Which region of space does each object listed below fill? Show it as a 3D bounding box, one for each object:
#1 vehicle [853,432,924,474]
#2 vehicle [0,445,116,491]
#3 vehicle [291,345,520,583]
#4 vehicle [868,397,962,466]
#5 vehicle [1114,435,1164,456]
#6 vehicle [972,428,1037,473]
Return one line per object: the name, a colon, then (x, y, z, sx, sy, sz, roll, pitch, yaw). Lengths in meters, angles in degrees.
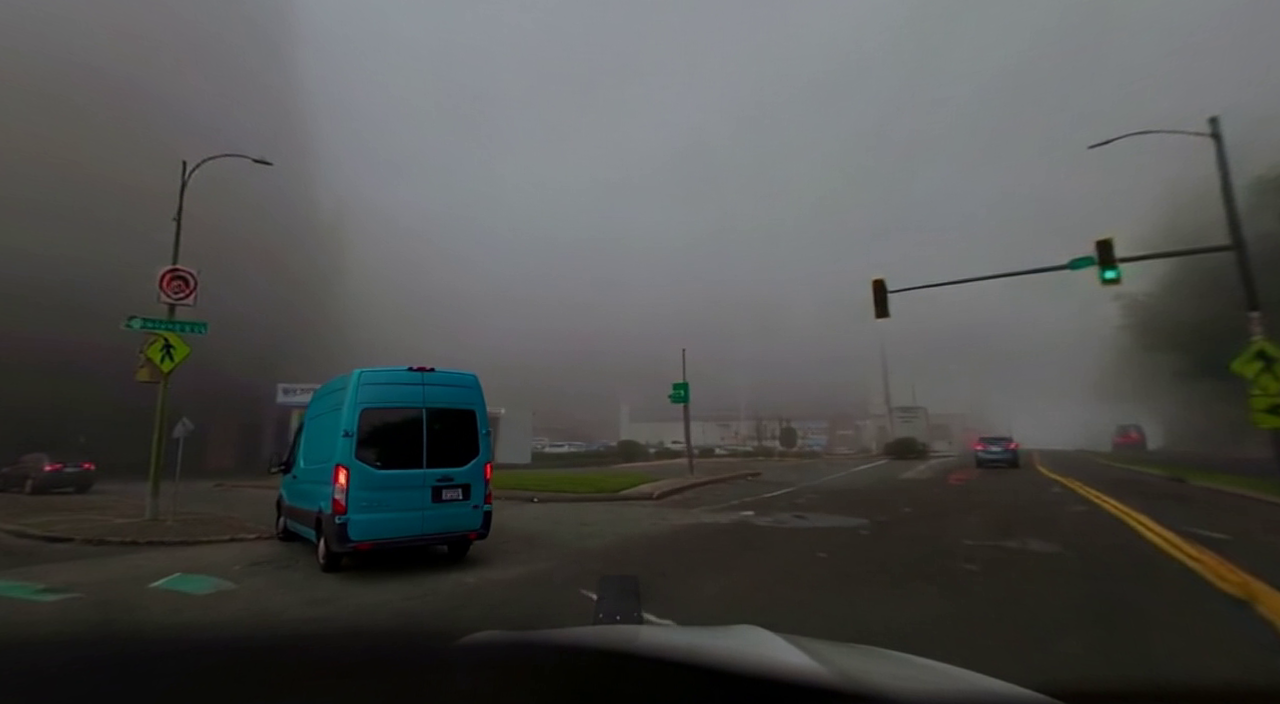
vehicle: (10.514, 4.221, 26.304, 2.017, 1.599, 4.436, -5, -10, 30)
vehicle: (-21.927, 4.282, 23.381, 4.457, 1.533, 1.933, -5, -10, 28)
vehicle: (-4.067, 1.679, 10.053, 2.432, 2.624, 5.670, 4, -10, -29)
vehicle: (16.523, 4.826, 36.814, 3.158, 3.294, 13.584, -5, -10, 31)
vehicle: (37.103, 6.947, 46.700, 2.144, 1.473, 4.250, -5, -10, 29)
vehicle: (14.481, 3.901, 24.857, 1.948, 1.613, 3.879, -6, -10, 31)
